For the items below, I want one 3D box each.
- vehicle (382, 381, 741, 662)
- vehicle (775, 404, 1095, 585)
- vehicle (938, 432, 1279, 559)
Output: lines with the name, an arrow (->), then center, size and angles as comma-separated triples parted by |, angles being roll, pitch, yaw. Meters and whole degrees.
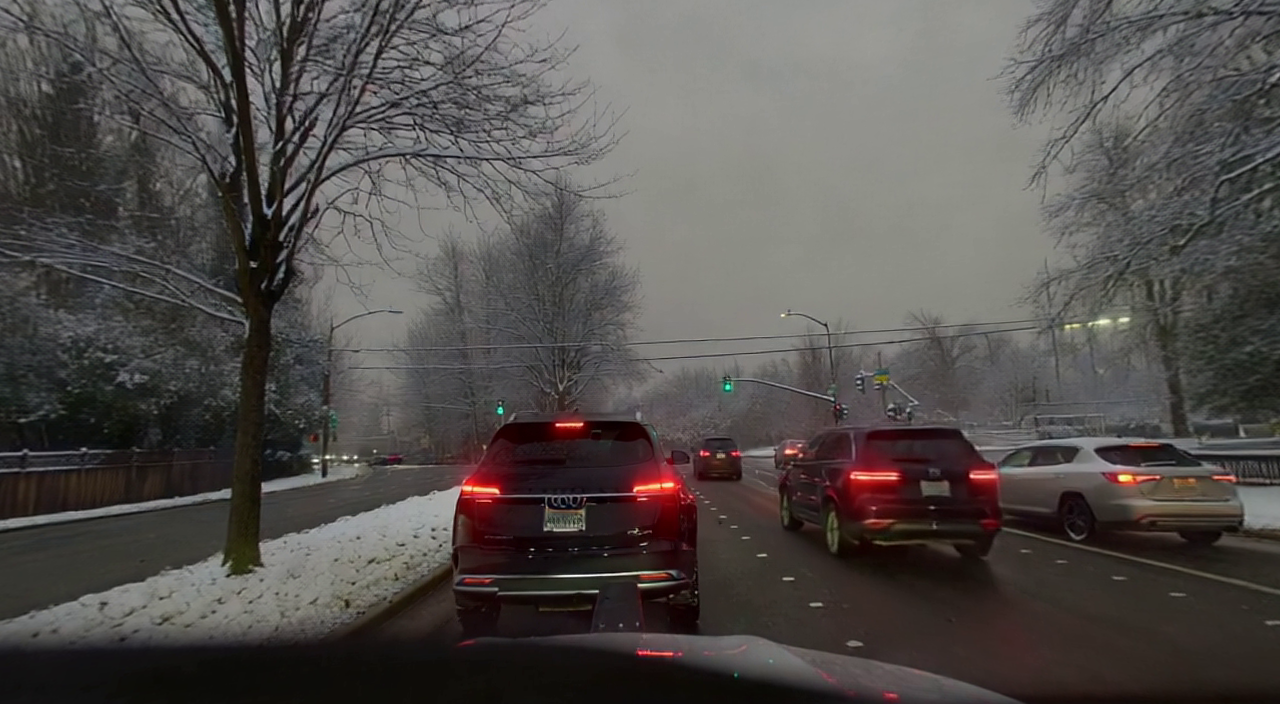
vehicle -> -0.431, 1.354, 6.096 | 2.201, 1.709, 4.271 | 0, -9, 2
vehicle -> 3.241, 1.666, 8.183 | 1.963, 1.682, 4.407 | 0, -9, 0
vehicle -> 6.595, 2.008, 9.647 | 1.894, 1.445, 4.565 | 0, -9, 0
